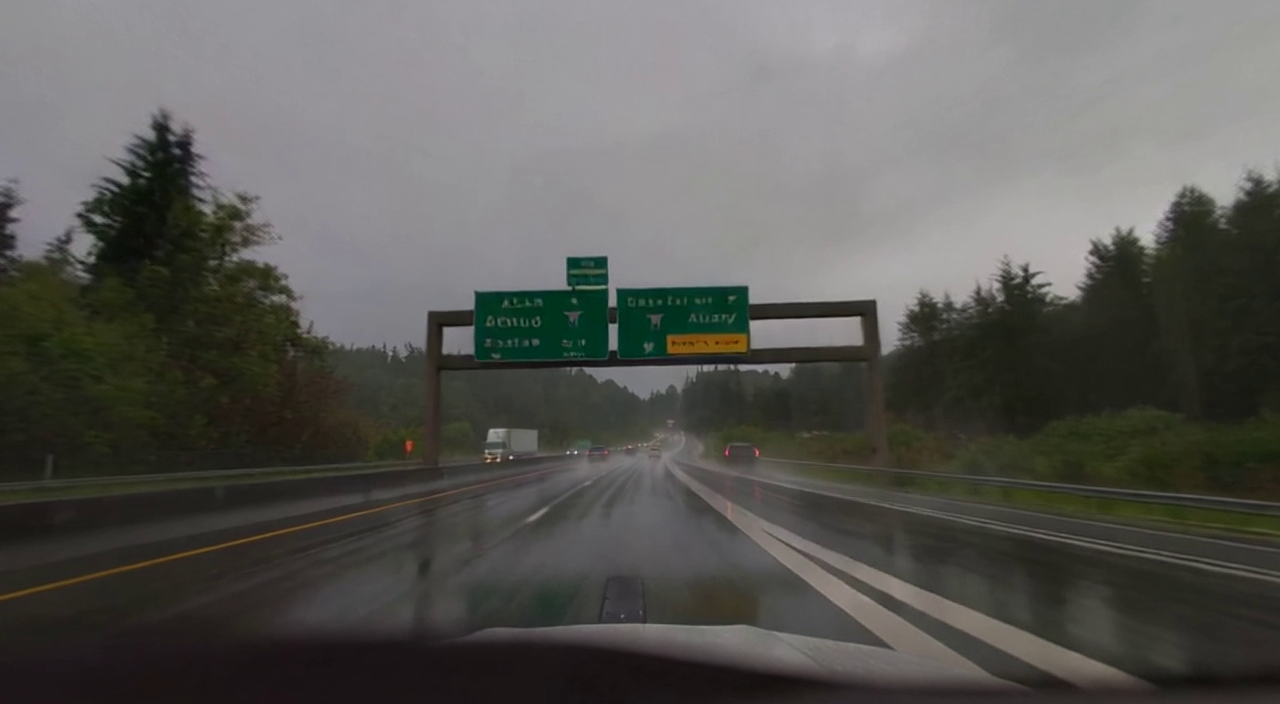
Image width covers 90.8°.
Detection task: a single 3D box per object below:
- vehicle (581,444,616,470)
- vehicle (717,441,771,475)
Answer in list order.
[{"bbox_3d":[-2.787,7.149,43.187,2.037,1.638,4.274,0,-9,1],"label":"vehicle"},{"bbox_3d":[5.370,5.529,33.054,2.021,1.639,4.203,0,-9,-1],"label":"vehicle"}]
